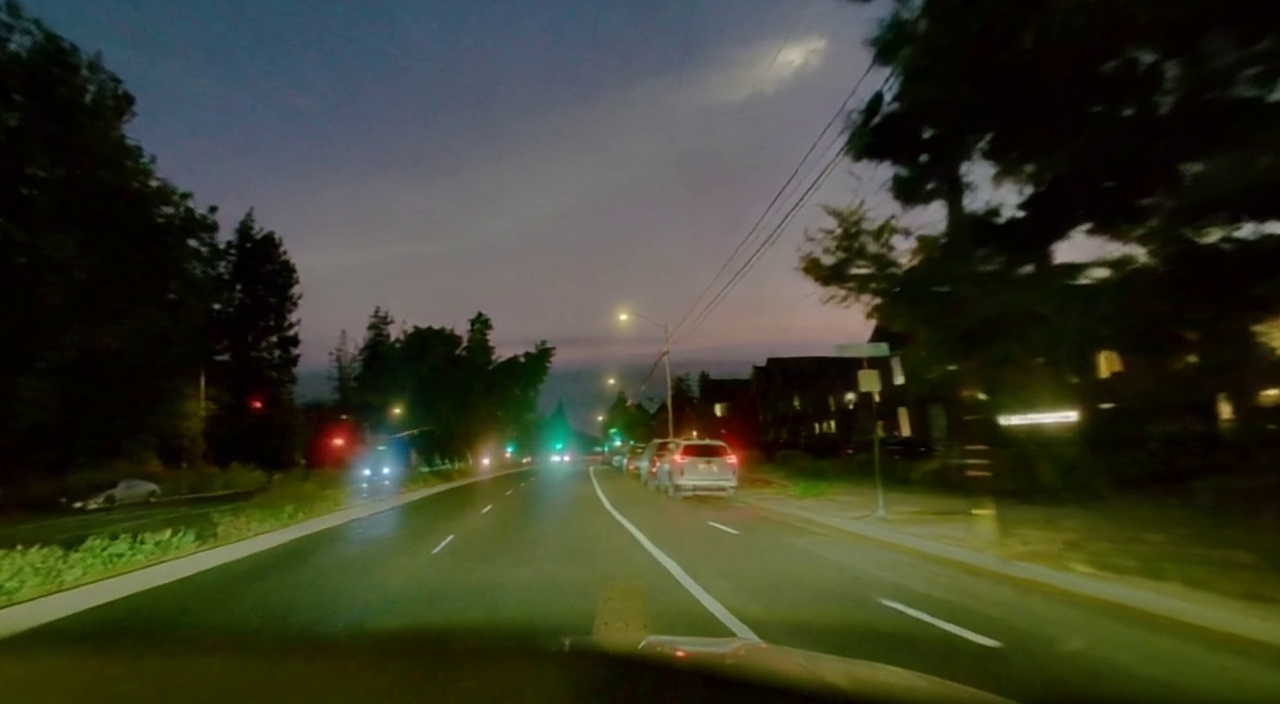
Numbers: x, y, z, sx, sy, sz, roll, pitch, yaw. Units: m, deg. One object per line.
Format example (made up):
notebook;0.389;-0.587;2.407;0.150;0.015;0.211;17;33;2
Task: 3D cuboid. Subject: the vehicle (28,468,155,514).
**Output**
vehicle;-28.301;7.142;32.838;2.305;1.919;5.187;0;-8;-6

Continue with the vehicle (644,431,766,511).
vehicle;1.467;3.015;16.655;2.078;1.738;5.133;1;-8;-7
